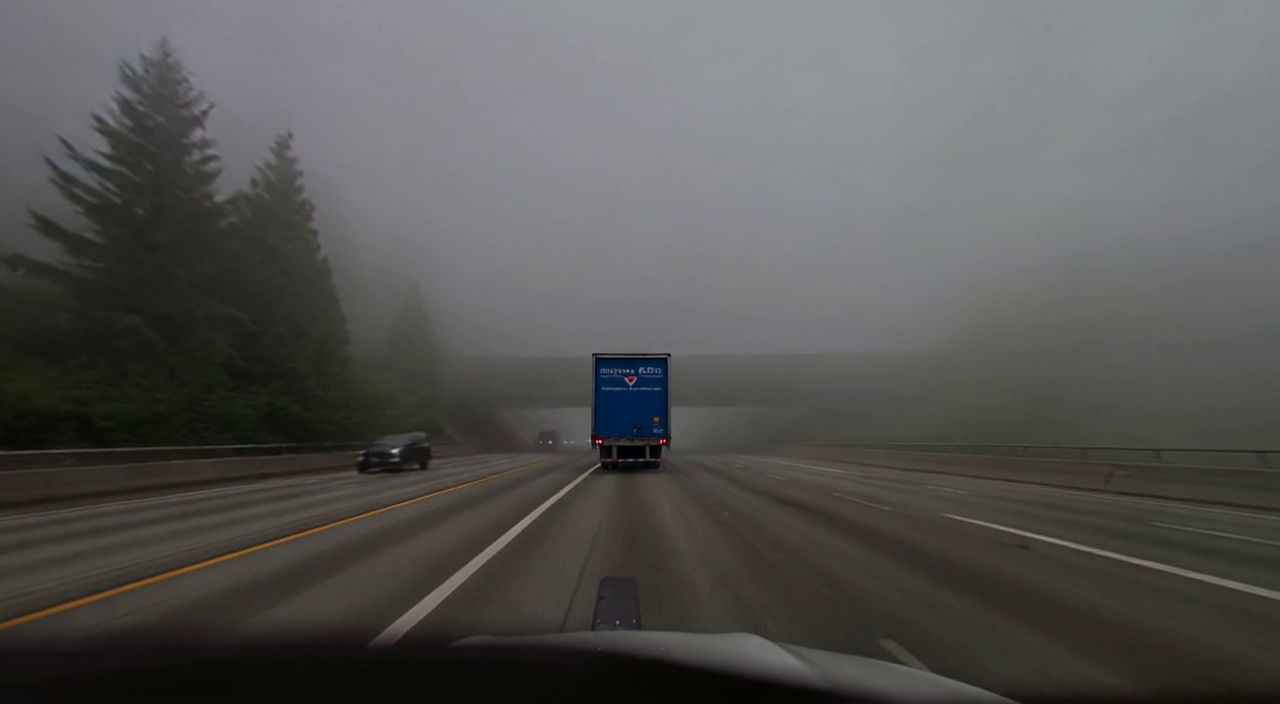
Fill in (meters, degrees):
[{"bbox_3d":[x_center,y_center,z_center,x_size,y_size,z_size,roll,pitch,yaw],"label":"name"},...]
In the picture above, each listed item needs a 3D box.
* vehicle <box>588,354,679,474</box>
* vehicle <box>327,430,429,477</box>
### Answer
[{"bbox_3d":[-0.442,2.646,25.442,2.895,3.861,10.213,0,-8,-2],"label":"vehicle"},{"bbox_3d":[-8.997,3.497,22.027,1.872,1.461,3.966,0,-8,0],"label":"vehicle"}]
